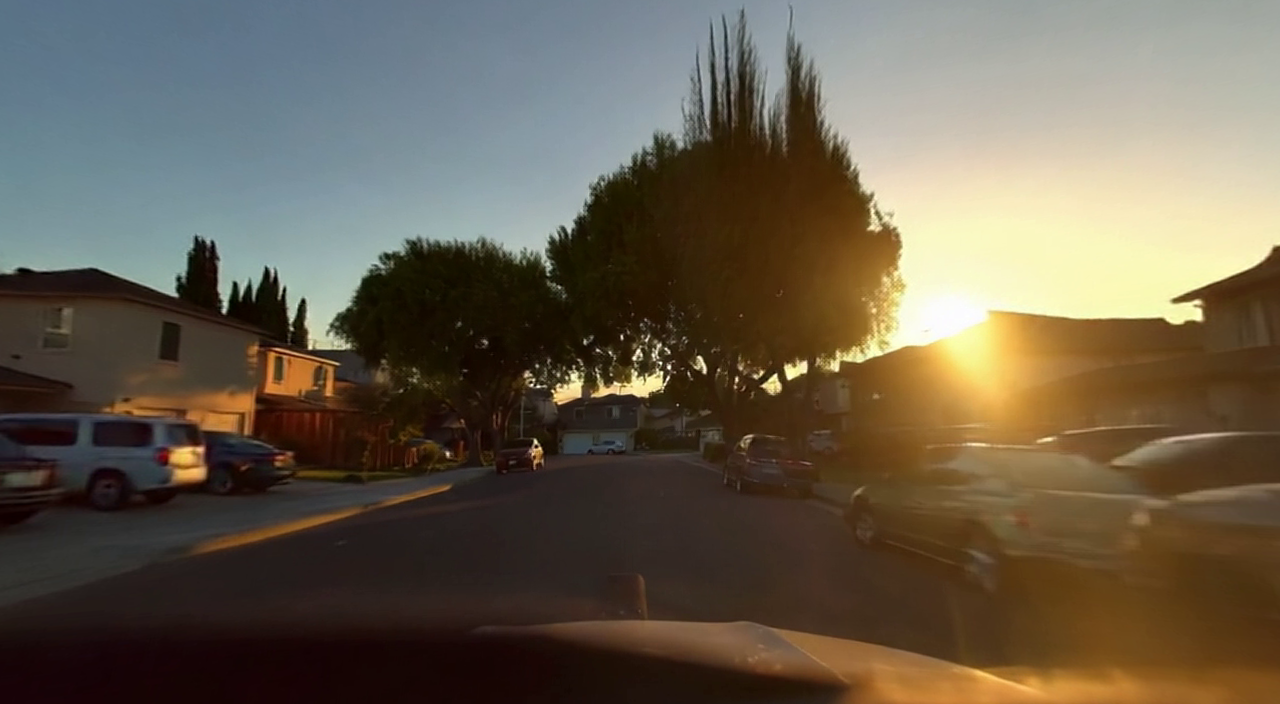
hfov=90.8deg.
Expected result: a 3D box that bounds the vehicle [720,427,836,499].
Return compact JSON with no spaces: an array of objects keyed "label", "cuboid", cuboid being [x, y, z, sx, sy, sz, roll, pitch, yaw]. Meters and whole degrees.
[{"label":"vehicle","cuboid":[3.912,3.240,19.045,2.235,1.829,5.194,0,-8,-1]}]

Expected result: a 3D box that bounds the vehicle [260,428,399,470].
[{"label":"vehicle","cuboid":[-11.744,3.695,24.131,4.221,1.508,2.032,0,-9,0]}]

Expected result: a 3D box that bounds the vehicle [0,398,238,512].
[{"label":"vehicle","cuboid":[-10.138,1.818,11.343,4.448,1.850,1.957,0,-8,1]}]

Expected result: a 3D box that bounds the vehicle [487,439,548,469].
[{"label":"vehicle","cuboid":[-6.720,5.498,34.308,2.236,1.459,4.832,3,-9,-23]}]

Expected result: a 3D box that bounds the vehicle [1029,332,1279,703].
[{"label":"vehicle","cuboid":[3.862,0.688,1.766,2.046,1.835,5.411,0,-8,-1]}]
